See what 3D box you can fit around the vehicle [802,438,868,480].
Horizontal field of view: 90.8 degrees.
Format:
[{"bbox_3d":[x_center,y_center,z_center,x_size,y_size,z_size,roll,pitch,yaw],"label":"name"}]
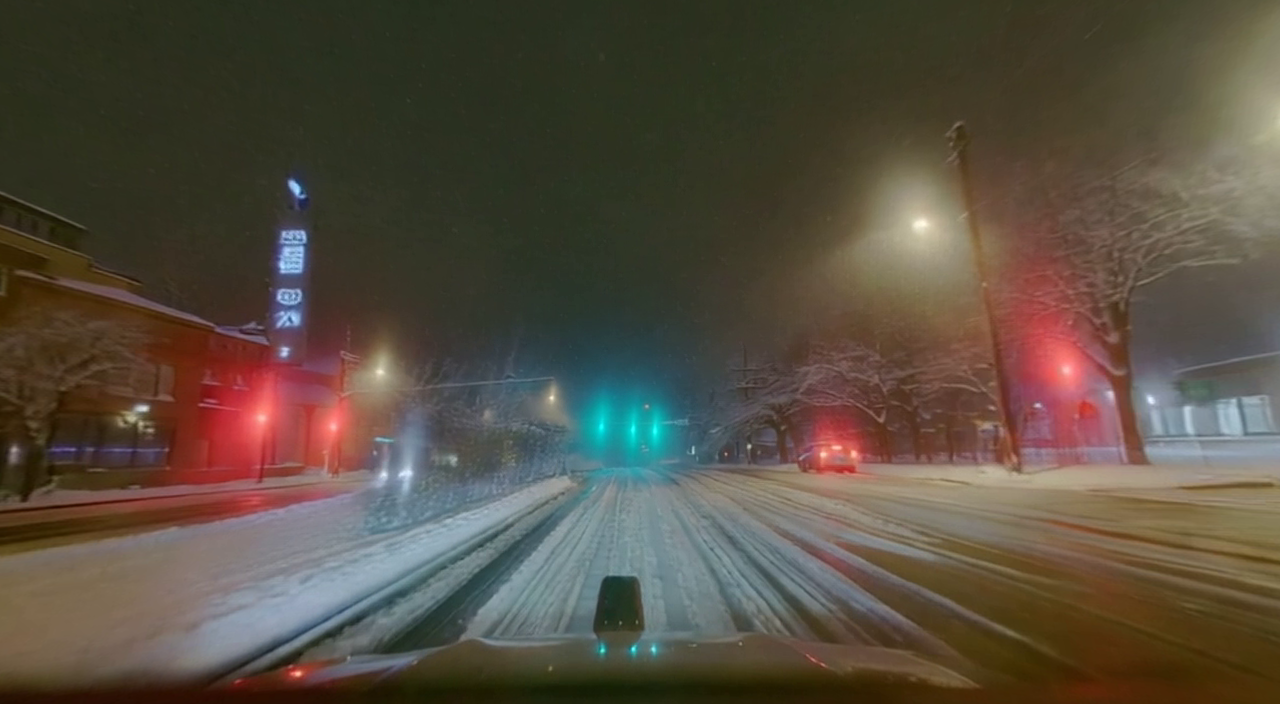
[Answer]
[{"bbox_3d":[9.967,5.545,32.709,2.101,1.957,4.718,0,-10,3],"label":"vehicle"}]
